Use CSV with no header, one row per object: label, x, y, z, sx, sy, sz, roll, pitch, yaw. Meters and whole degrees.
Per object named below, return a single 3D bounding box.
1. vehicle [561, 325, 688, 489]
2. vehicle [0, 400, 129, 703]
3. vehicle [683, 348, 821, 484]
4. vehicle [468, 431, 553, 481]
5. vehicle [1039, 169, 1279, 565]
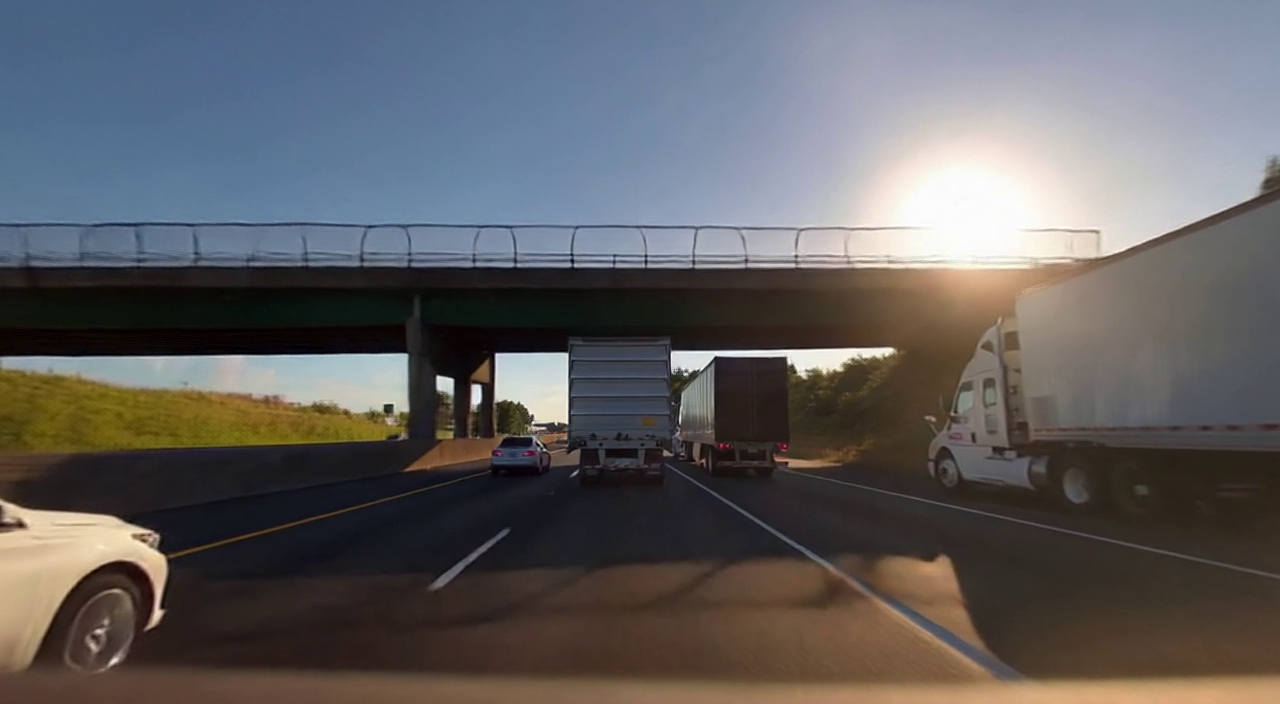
vehicle,-0.581,2.057,20.925,3.090,4.065,10.702,0,-8,-2
vehicle,-3.511,0.688,0.770,1.894,1.460,4.662,0,-8,0
vehicle,3.584,2.585,23.825,2.817,3.886,11.491,0,-8,-2
vehicle,-4.193,3.425,21.085,2.049,1.483,3.786,0,-8,0
vehicle,8.242,-0.229,3.776,3.000,4.114,13.063,0,-8,-1
